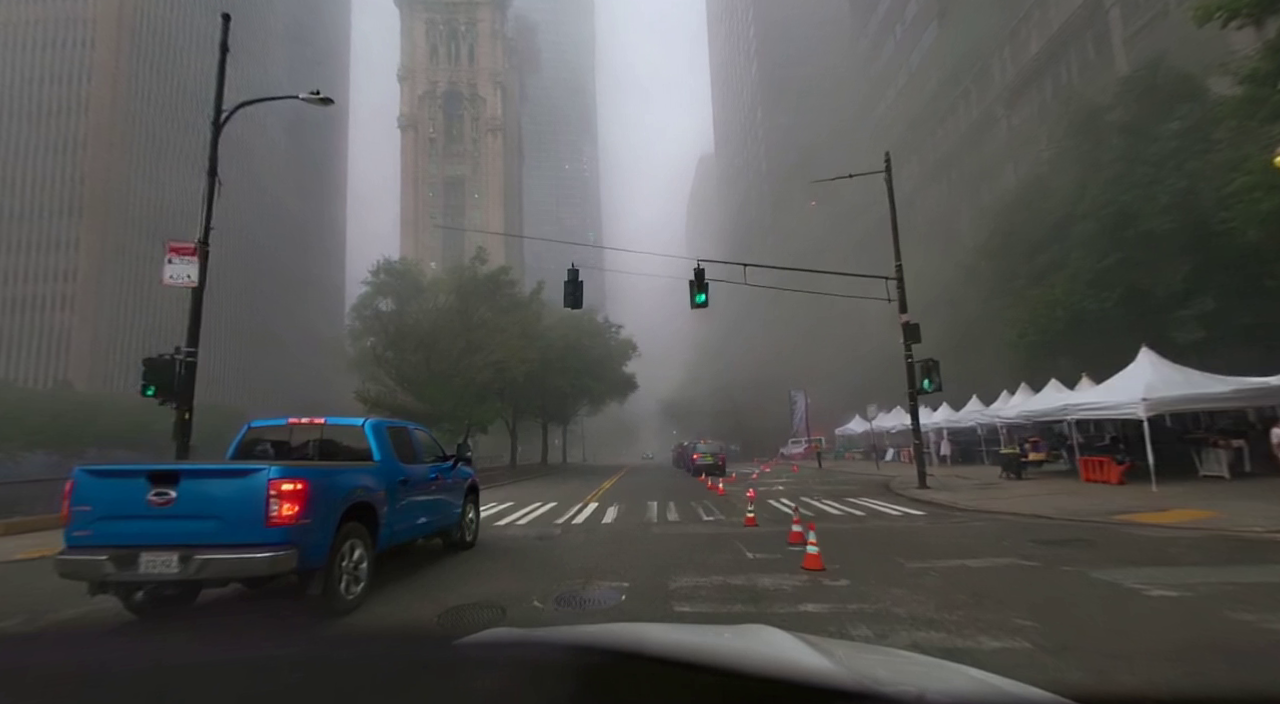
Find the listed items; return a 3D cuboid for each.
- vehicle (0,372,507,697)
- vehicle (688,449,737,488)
[{"bbox_3d":[-3.311,1.538,6.741,2.452,1.954,5.653,-1,-9,1],"label":"vehicle"},{"bbox_3d":[3.322,5.283,28.884,2.023,1.607,4.225,-2,-9,7],"label":"vehicle"}]
